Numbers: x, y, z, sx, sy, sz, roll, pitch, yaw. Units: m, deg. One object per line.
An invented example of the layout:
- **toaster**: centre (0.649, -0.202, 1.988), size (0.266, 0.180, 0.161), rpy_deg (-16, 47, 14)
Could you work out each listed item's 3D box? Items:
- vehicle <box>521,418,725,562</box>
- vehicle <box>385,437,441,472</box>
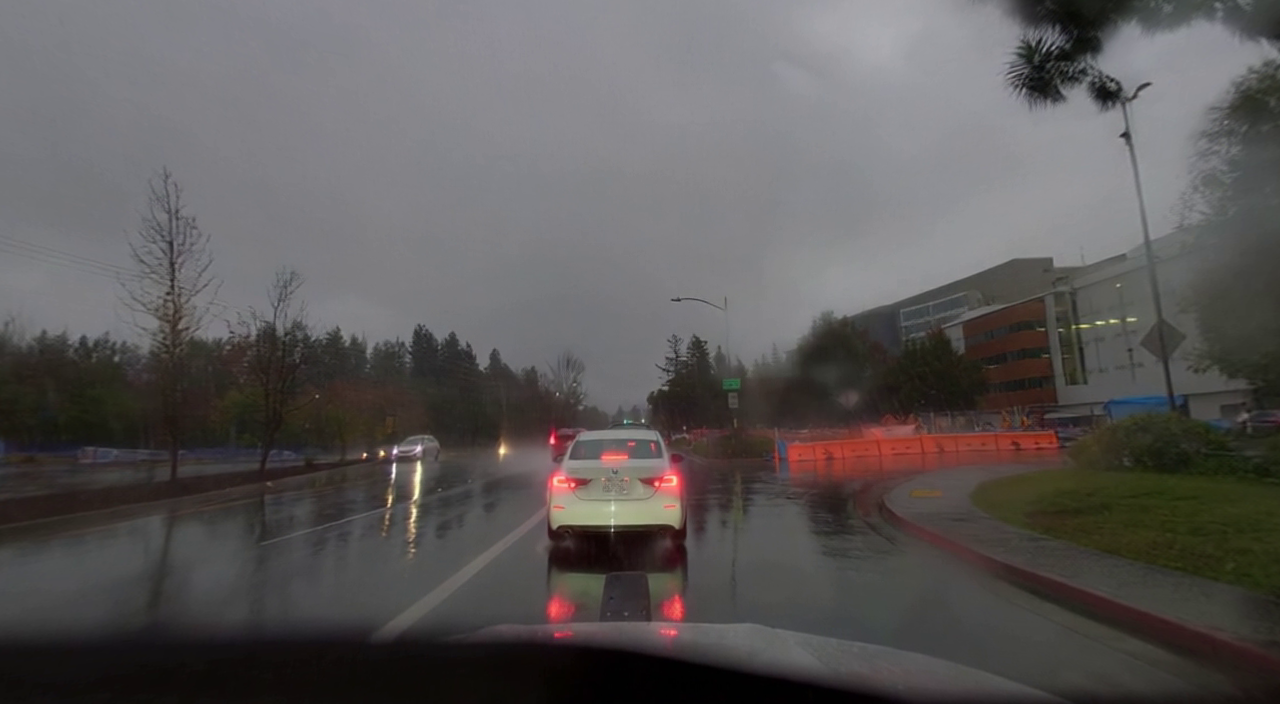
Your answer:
- **vehicle**: centre (-0.180, 1.737, 8.660), size (2.112, 1.482, 4.076), rpy_deg (0, -8, 0)
- **vehicle**: centre (-10.409, 4.638, 28.696), size (2.072, 1.465, 4.394), rpy_deg (3, -9, -23)
